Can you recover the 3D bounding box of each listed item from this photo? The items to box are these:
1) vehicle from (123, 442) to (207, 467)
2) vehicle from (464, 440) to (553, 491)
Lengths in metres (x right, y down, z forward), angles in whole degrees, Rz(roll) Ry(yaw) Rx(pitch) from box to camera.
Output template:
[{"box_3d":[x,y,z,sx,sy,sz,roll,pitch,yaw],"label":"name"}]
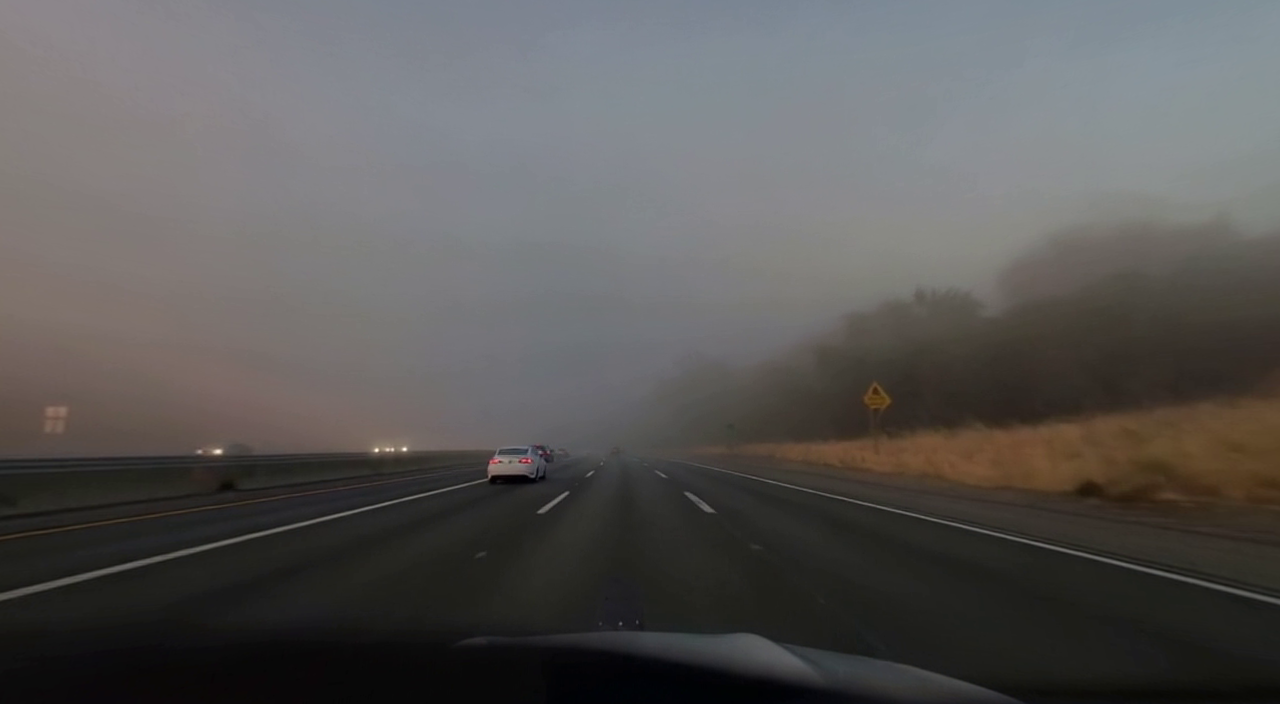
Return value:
[{"box_3d":[-29.551,6.386,39.495,1.835,1.467,4.491,0,-9,-1],"label":"vehicle"},{"box_3d":[-4.315,3.813,21.539,2.073,1.516,4.478,0,-9,0],"label":"vehicle"}]
